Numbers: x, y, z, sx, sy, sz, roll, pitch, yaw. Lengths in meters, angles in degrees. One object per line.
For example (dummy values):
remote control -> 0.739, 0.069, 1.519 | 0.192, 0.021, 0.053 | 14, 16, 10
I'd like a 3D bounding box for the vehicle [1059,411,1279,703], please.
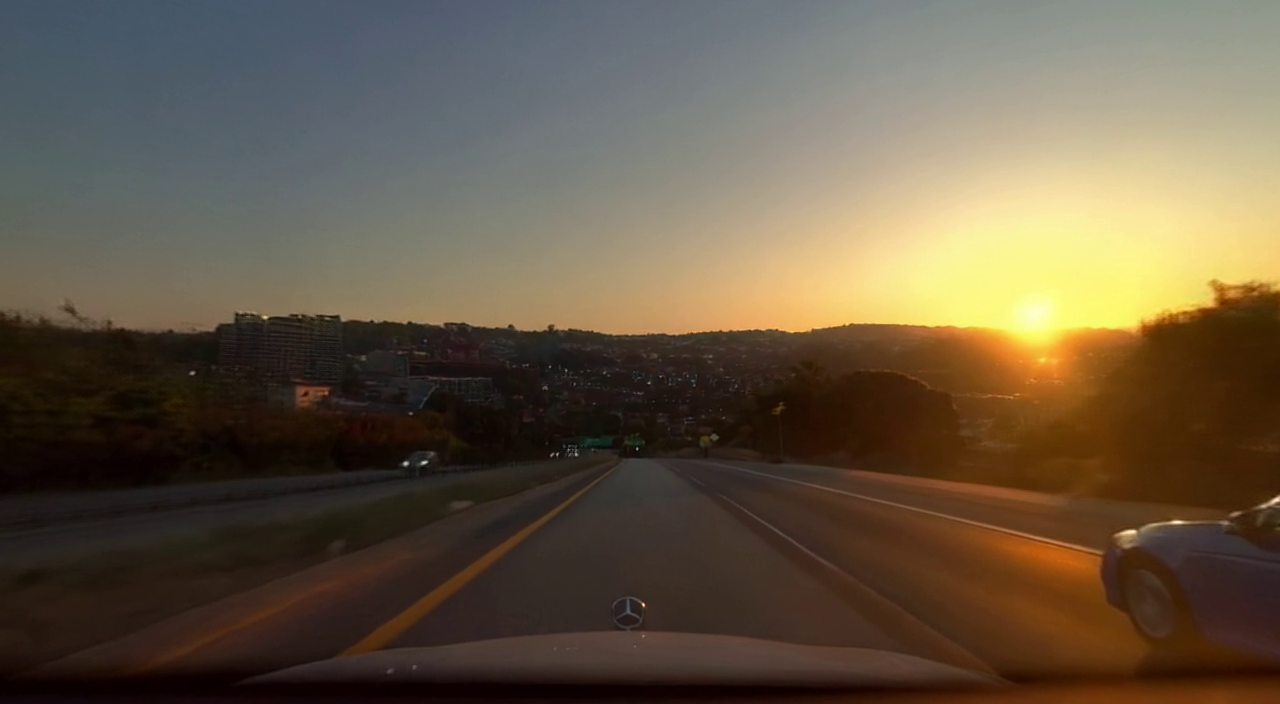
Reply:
vehicle -> 4.257, 0.929, 2.390 | 2.053, 1.490, 4.799 | 0, -8, 0
